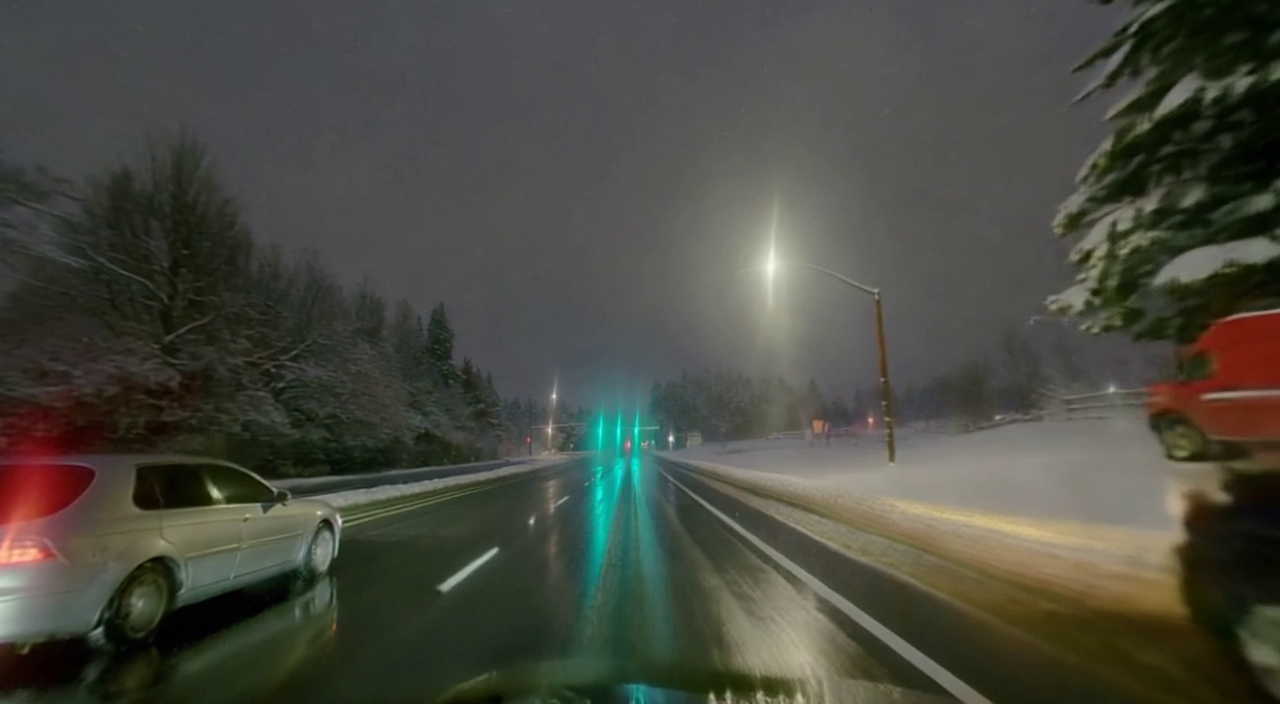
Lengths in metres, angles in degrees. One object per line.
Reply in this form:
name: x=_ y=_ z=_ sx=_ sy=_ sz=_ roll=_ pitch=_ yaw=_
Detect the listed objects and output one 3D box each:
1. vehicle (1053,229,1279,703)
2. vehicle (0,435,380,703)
vehicle: x=4.349 y=0.325 z=1.032 sx=2.554 sy=2.388 sz=6.973 roll=0 pitch=-8 yaw=0
vehicle: x=-4.049 y=1.462 z=5.310 sx=1.946 sy=1.437 sz=4.154 roll=0 pitch=-8 yaw=0
